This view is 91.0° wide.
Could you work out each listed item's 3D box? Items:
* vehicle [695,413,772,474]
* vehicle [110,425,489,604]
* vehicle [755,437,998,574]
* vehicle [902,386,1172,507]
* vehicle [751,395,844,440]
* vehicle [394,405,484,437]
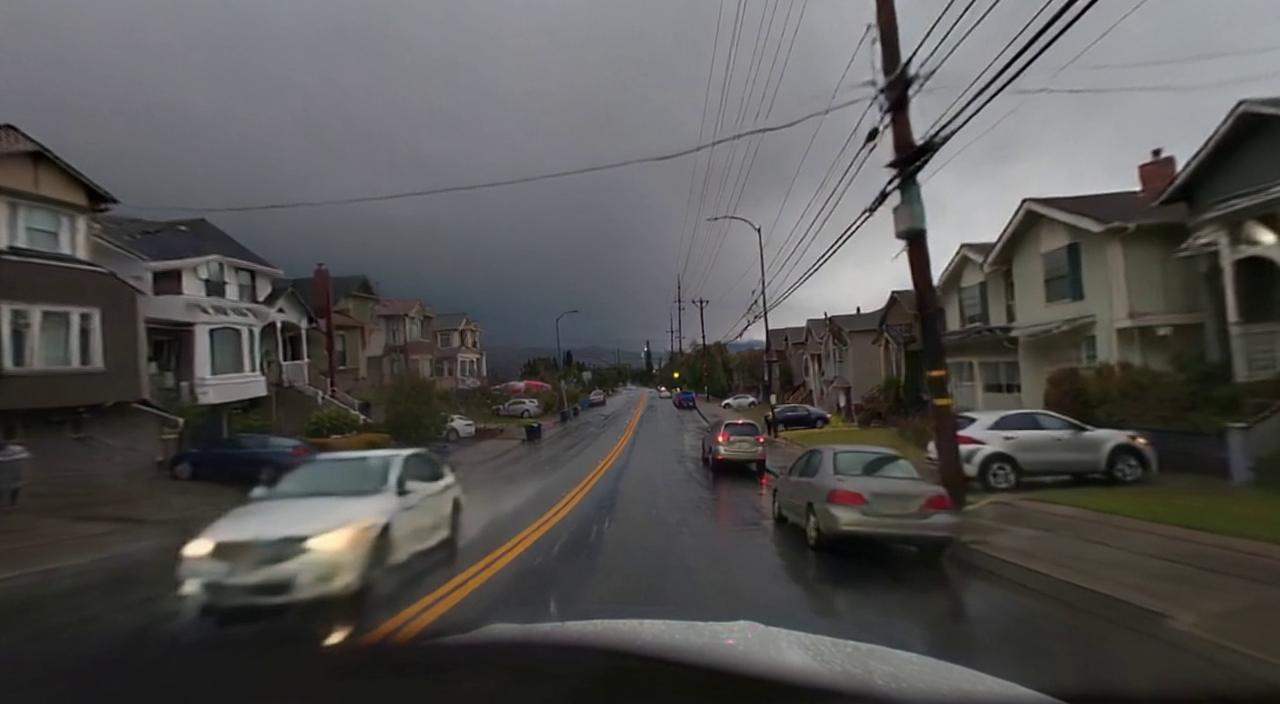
[{"bbox_3d":[3.449,3.401,24.176,2.211,1.860,4.813,0,-3,0],"label":"vehicle"},{"bbox_3d":[-3.531,1.751,7.800,2.096,1.542,4.481,0,-8,1],"label":"vehicle"},{"bbox_3d":[3.052,2.051,9.328,2.063,1.503,4.415,0,-9,3],"label":"vehicle"},{"bbox_3d":[8.295,2.007,13.511,4.286,2.044,1.913,-5,-8,0],"label":"vehicle"},{"bbox_3d":[8.923,3.783,36.011,4.622,1.826,2.065,-8,-9,1],"label":"vehicle"},{"bbox_3d":[-11.679,4.067,36.760,4.525,1.797,2.024,-1,-9,5],"label":"vehicle"}]
